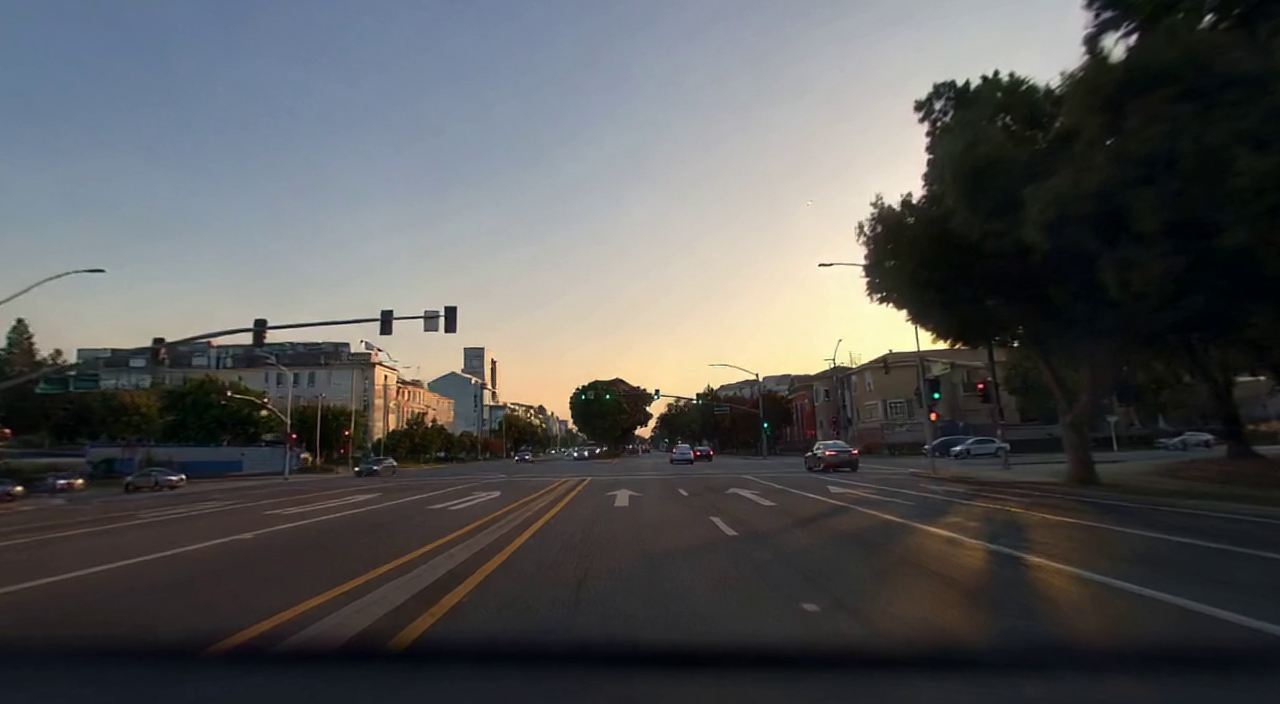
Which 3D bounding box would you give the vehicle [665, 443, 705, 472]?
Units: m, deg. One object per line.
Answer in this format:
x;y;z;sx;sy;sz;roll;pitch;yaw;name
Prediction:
2.579;6.156;37.103;1.917;1.538;4.259;0;-9;-2;vehicle

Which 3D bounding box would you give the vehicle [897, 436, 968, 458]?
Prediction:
22.599;7.372;48.936;4.475;1.682;2.044;0;-9;-2;vehicle

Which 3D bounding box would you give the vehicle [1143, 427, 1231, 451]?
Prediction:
39.832;6.355;46.081;4.517;1.643;1.945;0;-9;0;vehicle

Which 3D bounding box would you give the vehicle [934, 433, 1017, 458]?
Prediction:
24.413;6.799;46.046;4.747;1.766;2.179;0;-9;-1;vehicle

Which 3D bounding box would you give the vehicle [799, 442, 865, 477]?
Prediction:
9.584;5.365;31.926;1.798;1.621;4.304;0;-9;-2;vehicle

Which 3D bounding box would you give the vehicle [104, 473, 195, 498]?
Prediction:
-34.029;9.246;43.899;4.552;1.544;2.010;0;-9;-1;vehicle
